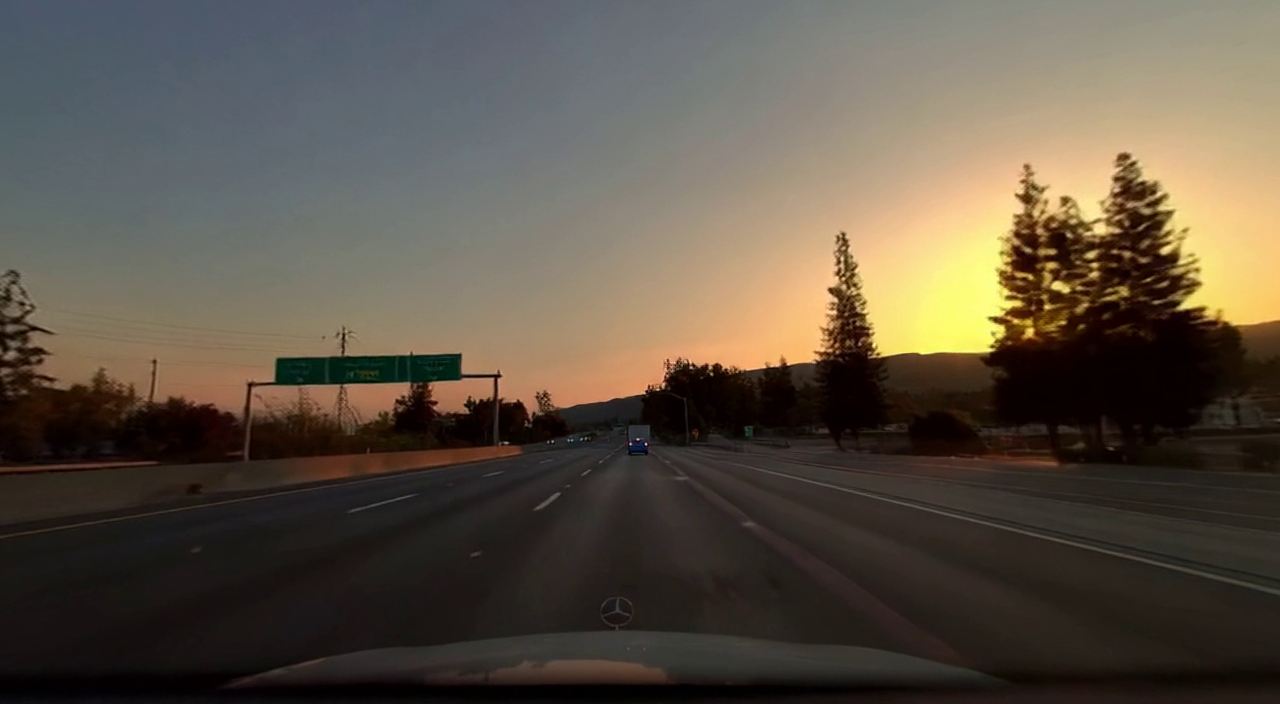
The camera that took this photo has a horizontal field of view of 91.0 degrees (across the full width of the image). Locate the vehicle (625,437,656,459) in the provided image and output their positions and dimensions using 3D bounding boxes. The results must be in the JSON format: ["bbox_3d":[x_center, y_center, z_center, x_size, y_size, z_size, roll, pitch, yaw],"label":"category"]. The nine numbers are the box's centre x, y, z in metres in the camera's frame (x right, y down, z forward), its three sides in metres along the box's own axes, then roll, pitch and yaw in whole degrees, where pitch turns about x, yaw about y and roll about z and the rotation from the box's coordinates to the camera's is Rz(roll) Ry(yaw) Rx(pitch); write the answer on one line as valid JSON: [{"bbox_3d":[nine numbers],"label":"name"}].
[{"bbox_3d":[-0.020,6.478,42.591,2.028,1.440,3.690,0,-8,-1],"label":"vehicle"}]
